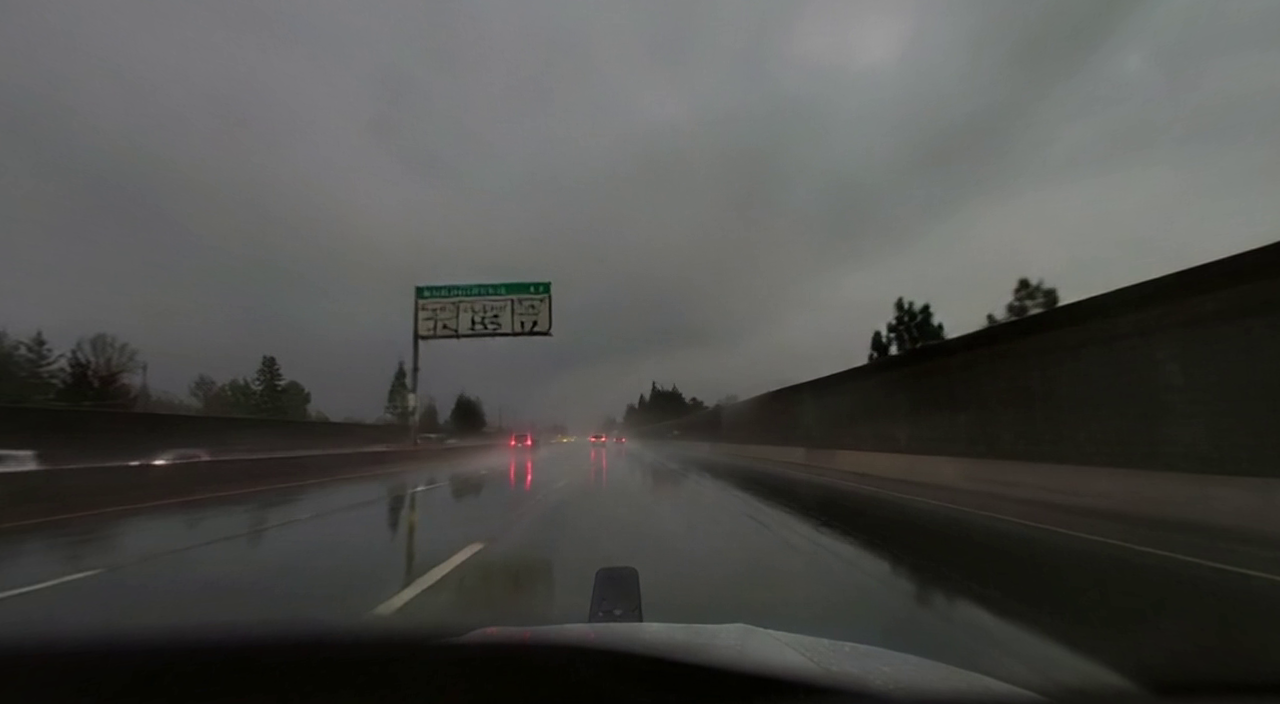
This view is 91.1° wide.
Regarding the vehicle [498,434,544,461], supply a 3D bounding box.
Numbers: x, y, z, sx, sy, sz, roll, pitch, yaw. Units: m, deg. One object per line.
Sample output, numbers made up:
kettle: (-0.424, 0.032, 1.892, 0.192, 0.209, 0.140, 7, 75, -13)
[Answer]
vehicle: (-6.870, 5.540, 36.708, 1.988, 1.505, 4.044, 0, -8, -1)
